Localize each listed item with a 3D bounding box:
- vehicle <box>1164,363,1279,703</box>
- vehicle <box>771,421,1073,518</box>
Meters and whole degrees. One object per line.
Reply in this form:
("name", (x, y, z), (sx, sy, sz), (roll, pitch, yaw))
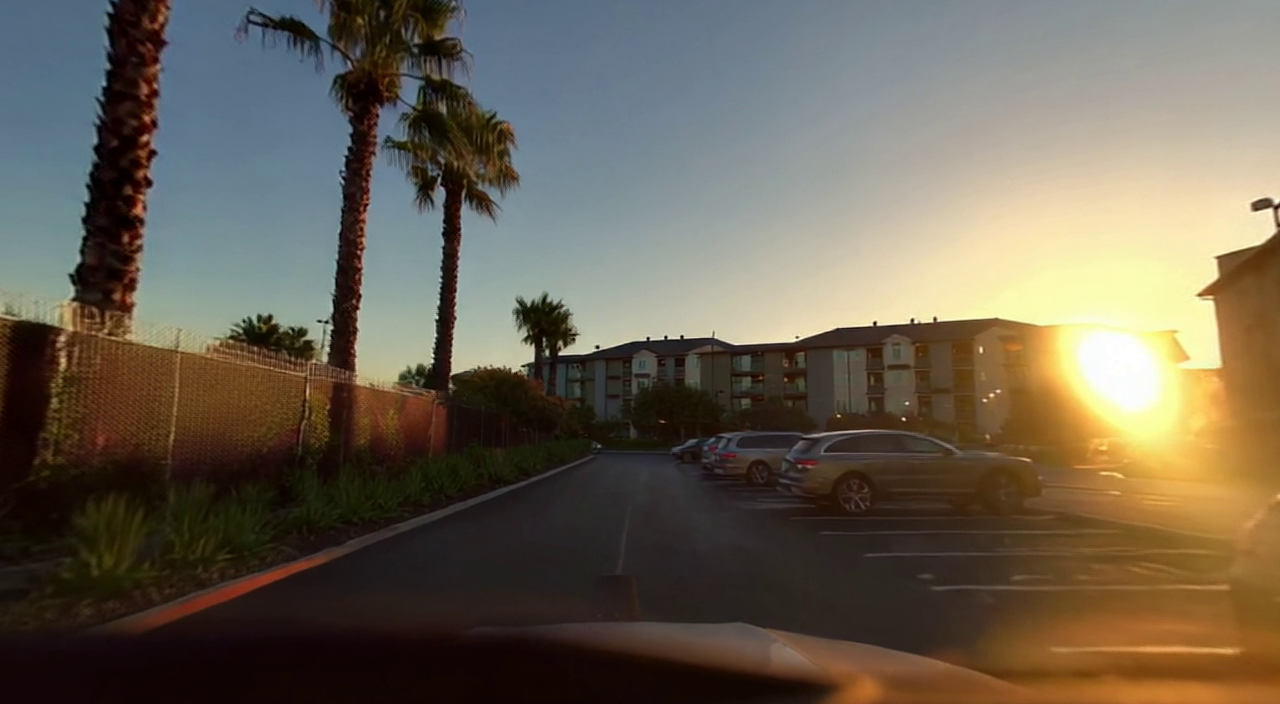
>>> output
("vehicle", (5.037, 0.881, 2.236), (4.803, 1.520, 1.894), (3, -7, -2))
("vehicle", (5.711, 2.420, 13.327), (5.381, 1.826, 2.047), (0, -9, -4))
